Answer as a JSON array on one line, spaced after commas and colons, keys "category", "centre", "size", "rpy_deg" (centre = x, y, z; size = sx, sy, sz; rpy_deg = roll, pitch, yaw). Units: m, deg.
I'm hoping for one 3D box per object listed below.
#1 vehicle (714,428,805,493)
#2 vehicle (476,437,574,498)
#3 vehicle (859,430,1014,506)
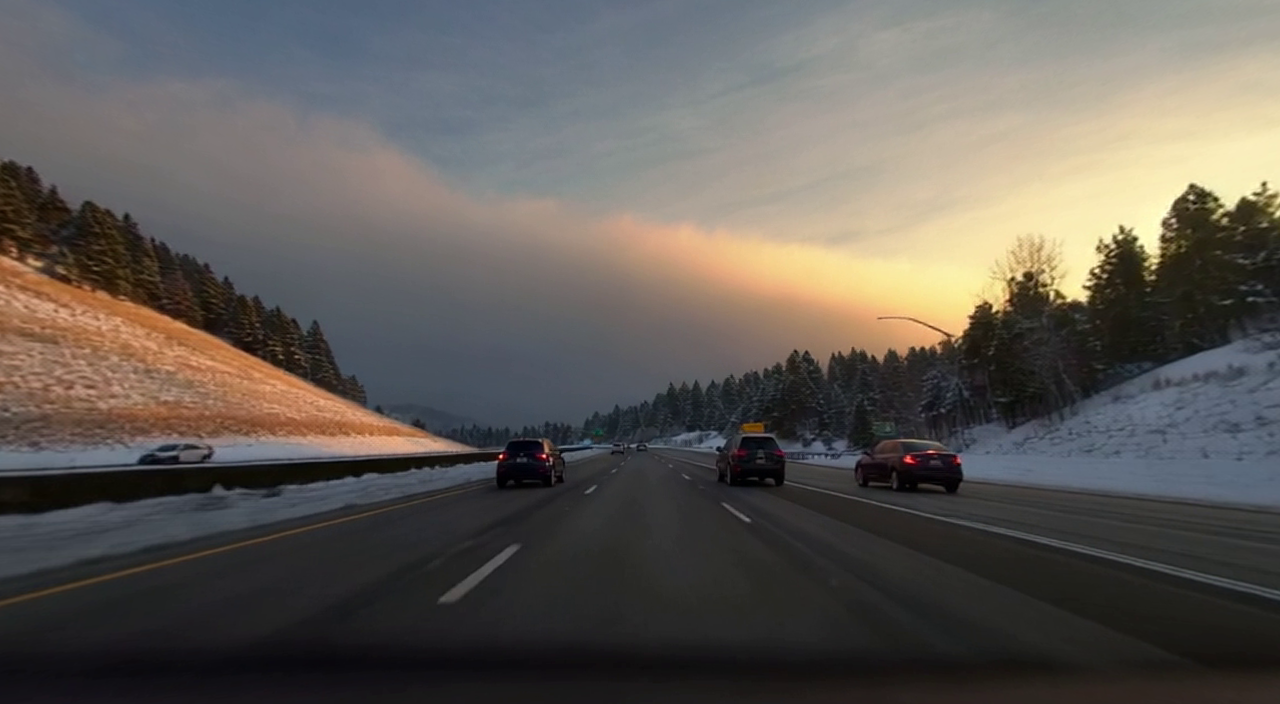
[{"category": "vehicle", "centre": [3.888, 3.648, 21.537], "size": [2.121, 1.925, 5.056], "rpy_deg": [0, -9, 0]}, {"category": "vehicle", "centre": [-3.498, 3.606, 20.097], "size": [2.166, 1.672, 4.388], "rpy_deg": [-1, -9, 2]}, {"category": "vehicle", "centre": [7.645, 3.015, 16.836], "size": [1.998, 1.717, 4.338], "rpy_deg": [0, -9, 0]}]
